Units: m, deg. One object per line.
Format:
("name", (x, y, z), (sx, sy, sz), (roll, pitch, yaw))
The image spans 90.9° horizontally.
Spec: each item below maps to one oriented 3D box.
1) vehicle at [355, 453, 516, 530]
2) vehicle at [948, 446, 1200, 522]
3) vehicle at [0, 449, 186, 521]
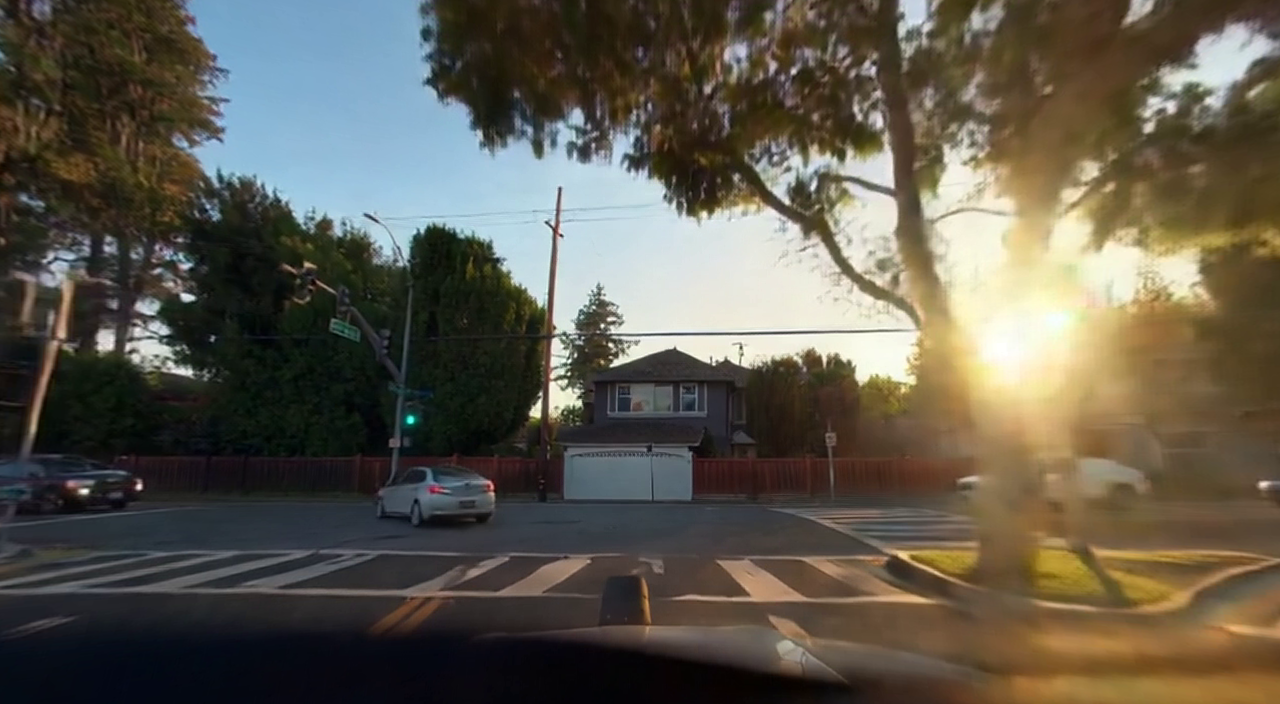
("vehicle", (-5.097, 3.248, 15.369), (2.078, 1.506, 4.512), (7, -11, -40))
("vehicle", (10.525, 3.210, 15.676), (4.600, 1.722, 2.074), (-1, -8, 6))
("vehicle", (-14.414, 3.280, 15.959), (4.485, 1.625, 1.980), (-1, -8, 8))
